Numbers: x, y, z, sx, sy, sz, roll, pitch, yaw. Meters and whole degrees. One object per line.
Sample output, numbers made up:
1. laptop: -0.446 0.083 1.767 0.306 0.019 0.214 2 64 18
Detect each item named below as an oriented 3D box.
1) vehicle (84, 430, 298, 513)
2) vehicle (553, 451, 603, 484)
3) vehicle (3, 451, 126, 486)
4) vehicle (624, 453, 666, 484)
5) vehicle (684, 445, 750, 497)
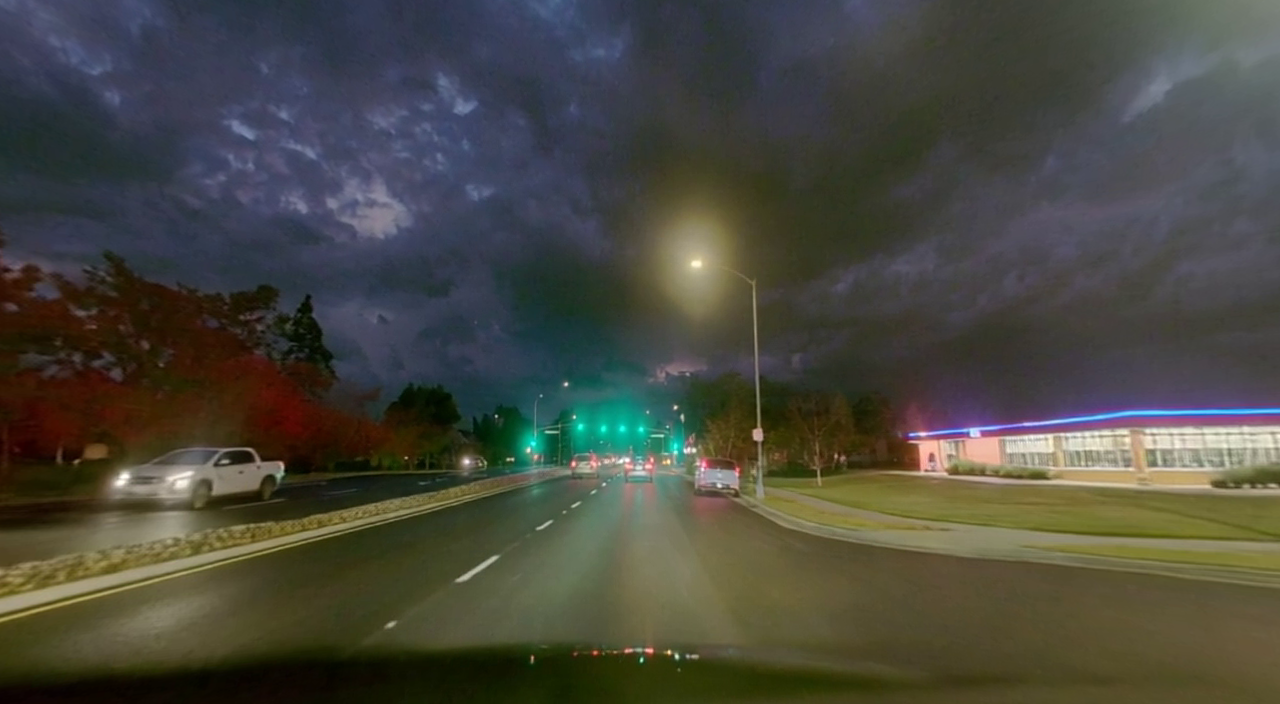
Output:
1. vehicle: -12.122 3.254 17.656 2.260 1.921 4.902 1 -9 1
2. vehicle: -2.976 5.636 31.142 1.921 1.477 4.083 0 -9 2
3. vehicle: -29.255 5.909 32.376 1.907 1.665 4.640 0 -9 0
4. vehicle: 0.297 6.128 33.549 2.085 1.475 3.976 0 -9 2
5. vehicle: 2.999 4.752 25.696 2.175 1.850 5.118 0 -9 2
